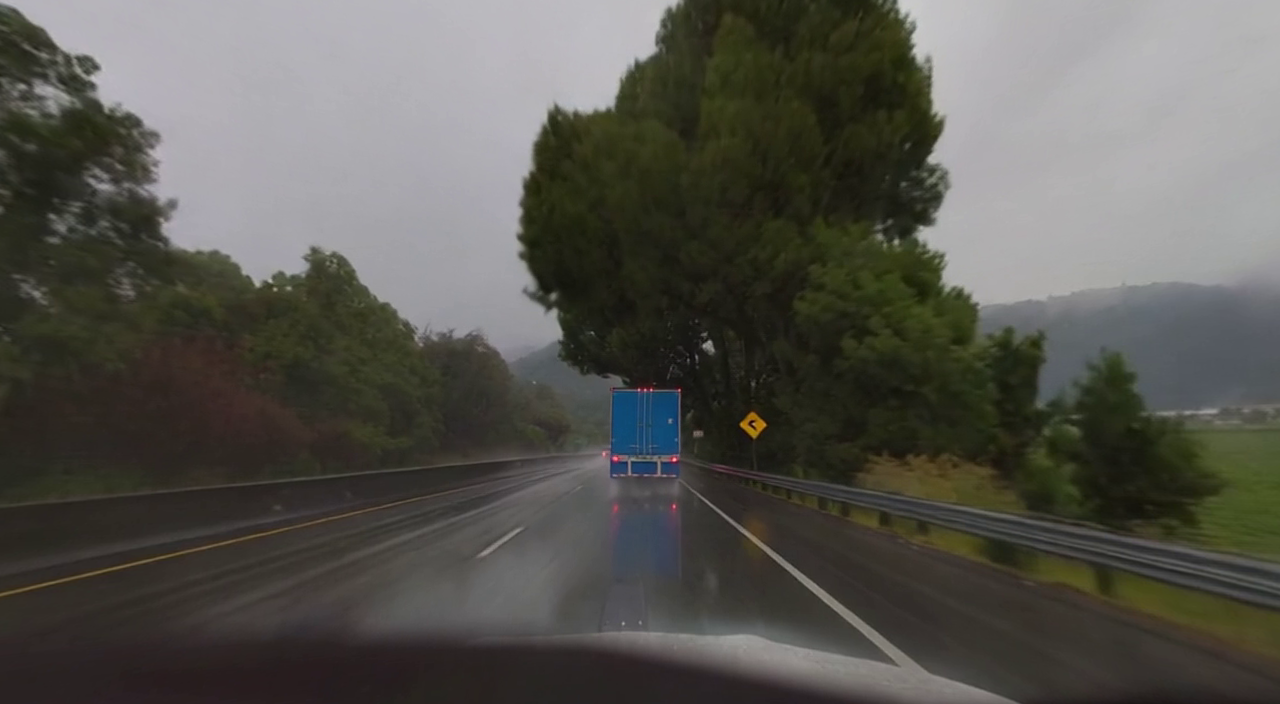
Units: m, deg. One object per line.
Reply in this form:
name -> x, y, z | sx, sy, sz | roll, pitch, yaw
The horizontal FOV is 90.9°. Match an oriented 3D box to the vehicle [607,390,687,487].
vehicle -> 0.098, 3.826, 27.388 | 2.913, 3.530, 8.648 | 0, -9, -2
